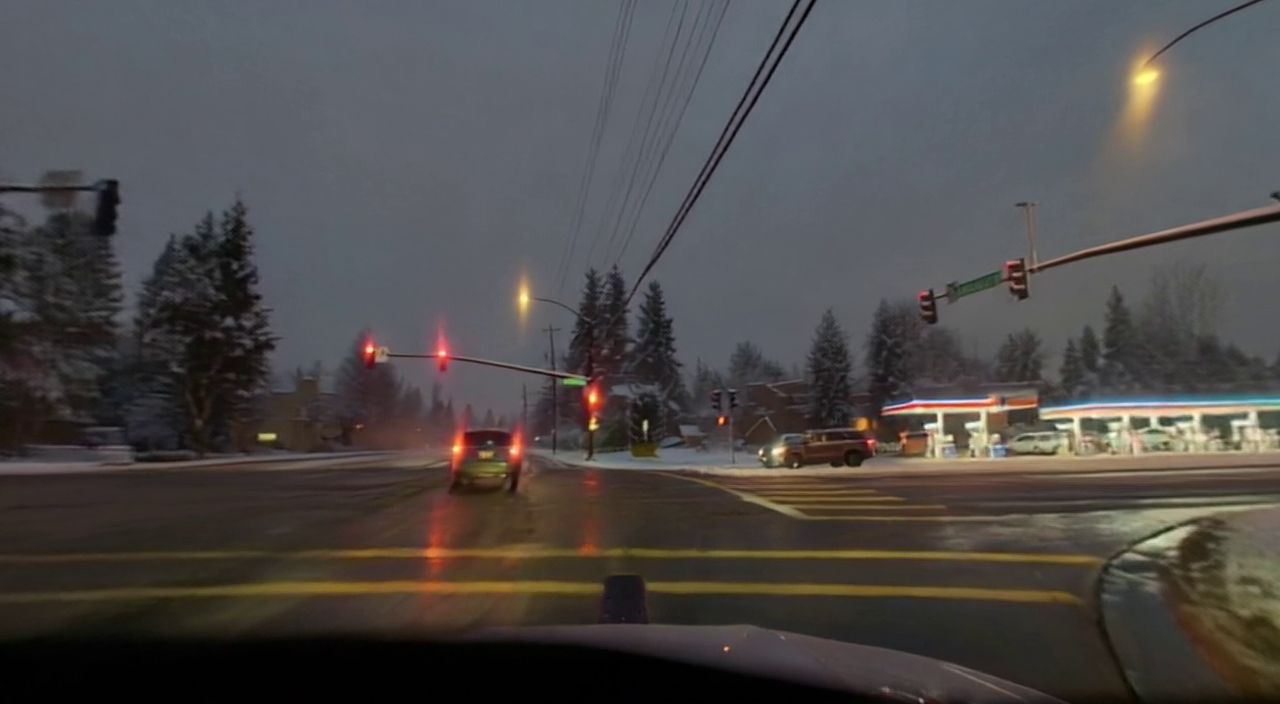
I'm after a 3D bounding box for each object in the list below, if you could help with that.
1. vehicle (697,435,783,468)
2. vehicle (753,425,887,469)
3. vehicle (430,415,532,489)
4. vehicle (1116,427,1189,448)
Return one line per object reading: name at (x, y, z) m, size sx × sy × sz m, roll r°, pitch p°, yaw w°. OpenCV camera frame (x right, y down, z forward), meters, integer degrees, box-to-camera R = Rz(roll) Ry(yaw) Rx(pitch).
vehicle at (4.953, 4.984, 31.521) m, size 3.990 × 1.548 × 1.780 m, roll 0°, pitch -9°, yaw 0°
vehicle at (7.671, 4.057, 26.996) m, size 5.149 × 1.725 × 1.964 m, roll 1°, pitch -8°, yaw -9°
vehicle at (-4.434, 2.893, 18.368) m, size 2.300 × 1.868 × 4.690 m, roll 1°, pitch -9°, yaw -7°
vehicle at (35.632, 5.967, 43.678) m, size 3.805 × 1.451 × 1.641 m, roll 1°, pitch -9°, yaw -7°
